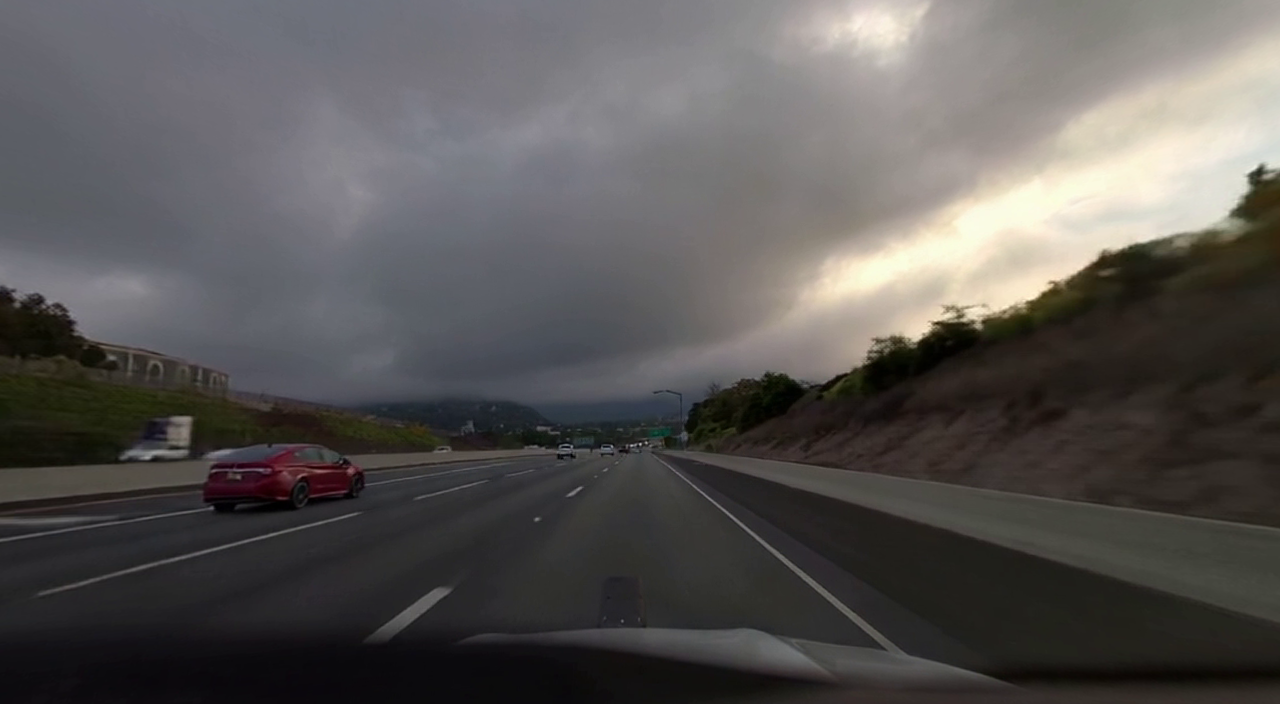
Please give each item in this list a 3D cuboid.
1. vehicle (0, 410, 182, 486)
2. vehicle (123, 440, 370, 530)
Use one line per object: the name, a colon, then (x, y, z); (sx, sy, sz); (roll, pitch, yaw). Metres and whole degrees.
vehicle: (-29.217, 4.723, 31.055); (2.844, 3.262, 13.155); (0, -8, 2)
vehicle: (-7.468, 2.525, 12.643); (1.949, 1.465, 4.563); (0, -8, 1)
